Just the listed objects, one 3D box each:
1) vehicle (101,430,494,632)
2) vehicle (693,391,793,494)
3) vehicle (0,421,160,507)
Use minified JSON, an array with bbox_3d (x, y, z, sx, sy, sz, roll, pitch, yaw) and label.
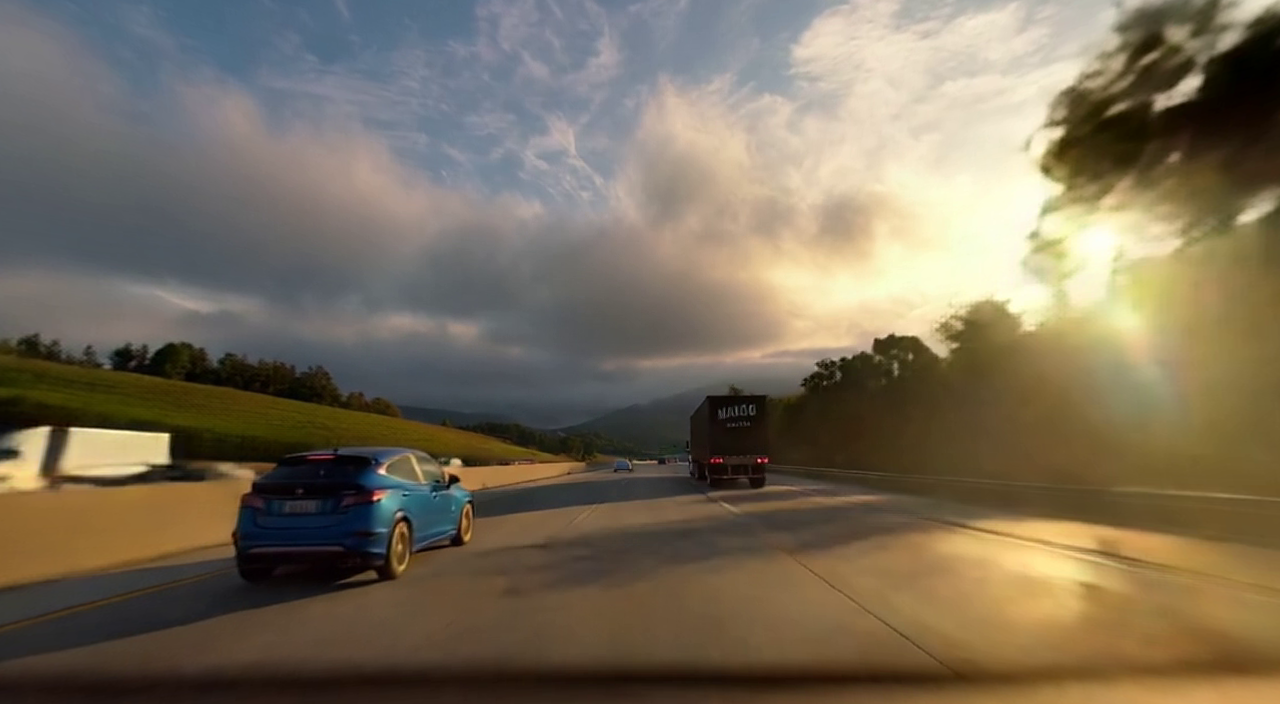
[{"bbox_3d":[-3.155,1.728,7.093,1.945,1.537,4.294,0,-9,1],"label":"vehicle"},{"bbox_3d":[4.592,4.639,31.701,2.832,4.034,13.924,0,-9,1],"label":"vehicle"},{"bbox_3d":[-22.193,4.383,24.322,2.480,2.774,6.349,-4,-10,-1],"label":"vehicle"}]
